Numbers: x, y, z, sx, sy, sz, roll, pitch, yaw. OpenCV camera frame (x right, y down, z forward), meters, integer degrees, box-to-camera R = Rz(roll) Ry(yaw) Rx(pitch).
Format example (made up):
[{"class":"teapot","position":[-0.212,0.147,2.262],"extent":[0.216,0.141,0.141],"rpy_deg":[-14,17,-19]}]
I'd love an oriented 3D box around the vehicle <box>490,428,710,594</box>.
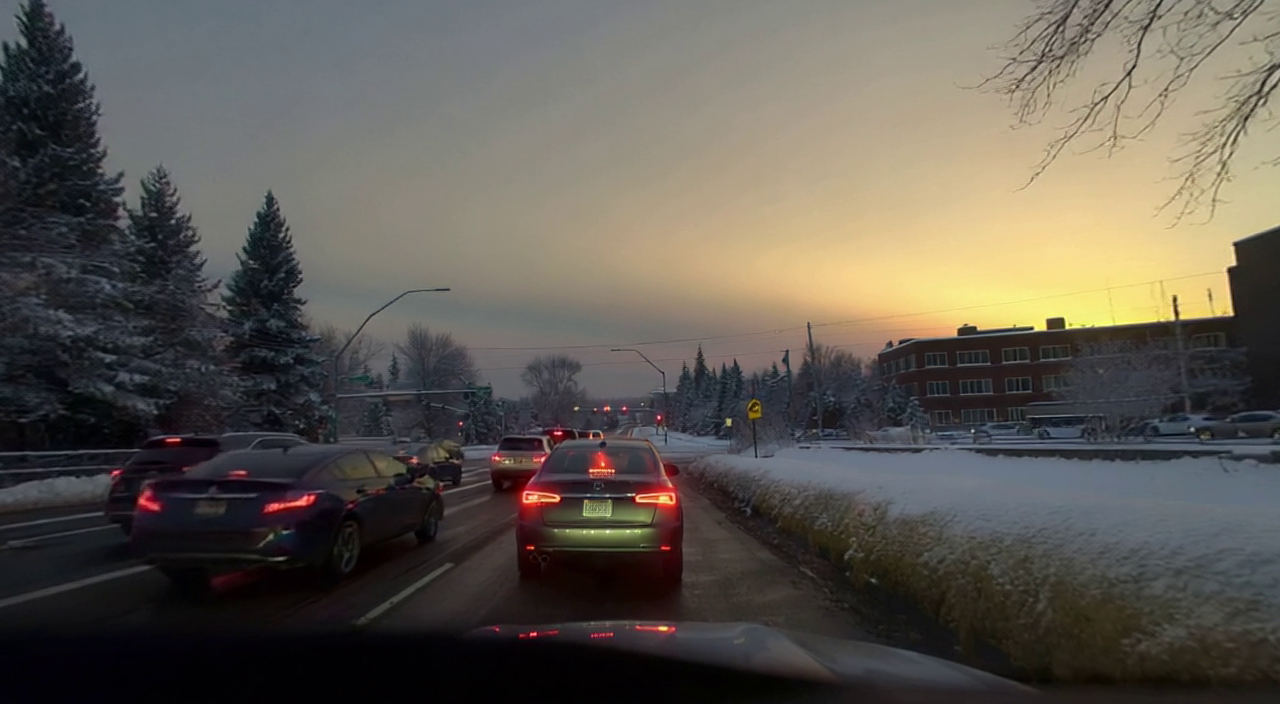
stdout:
[{"class":"vehicle","position":[-0.388,1.799,8.000],"extent":[2.066,1.544,3.954],"rpy_deg":[0,-9,0]}]

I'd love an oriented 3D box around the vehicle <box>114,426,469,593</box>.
[{"class":"vehicle","position":[-3.853,1.796,8.175],"extent":[1.913,1.521,4.539],"rpy_deg":[0,-9,1]}]
